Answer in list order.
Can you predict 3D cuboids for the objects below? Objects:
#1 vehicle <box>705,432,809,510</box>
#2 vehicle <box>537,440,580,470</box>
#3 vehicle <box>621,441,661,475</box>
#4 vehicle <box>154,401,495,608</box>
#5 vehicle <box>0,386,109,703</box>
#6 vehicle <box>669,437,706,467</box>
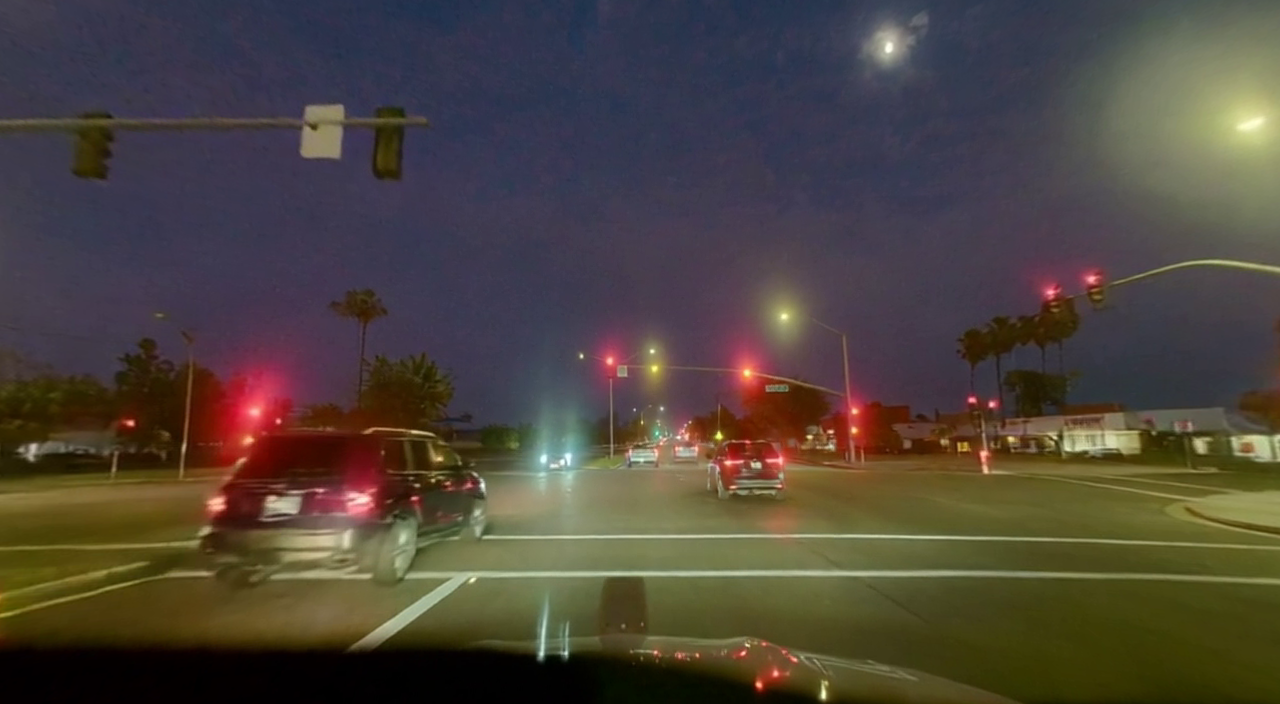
[{"bbox_3d":[2.857,2.979,16.235,1.872,1.752,3.896,0,-8,-1],"label":"vehicle"},{"bbox_3d":[-5.300,6.768,41.529,2.126,1.790,4.332,2,-8,1],"label":"vehicle"},{"bbox_3d":[0.026,5.580,33.441,1.991,1.664,3.814,0,-8,-1],"label":"vehicle"},{"bbox_3d":[-3.320,1.679,7.888,1.972,1.827,4.433,0,-8,0],"label":"vehicle"},{"bbox_3d":[-3.280,0.680,0.595,1.788,1.600,4.298,0,-8,0],"label":"vehicle"},{"bbox_3d":[3.240,6.964,43.961,2.154,1.975,4.634,0,-8,-1],"label":"vehicle"}]
